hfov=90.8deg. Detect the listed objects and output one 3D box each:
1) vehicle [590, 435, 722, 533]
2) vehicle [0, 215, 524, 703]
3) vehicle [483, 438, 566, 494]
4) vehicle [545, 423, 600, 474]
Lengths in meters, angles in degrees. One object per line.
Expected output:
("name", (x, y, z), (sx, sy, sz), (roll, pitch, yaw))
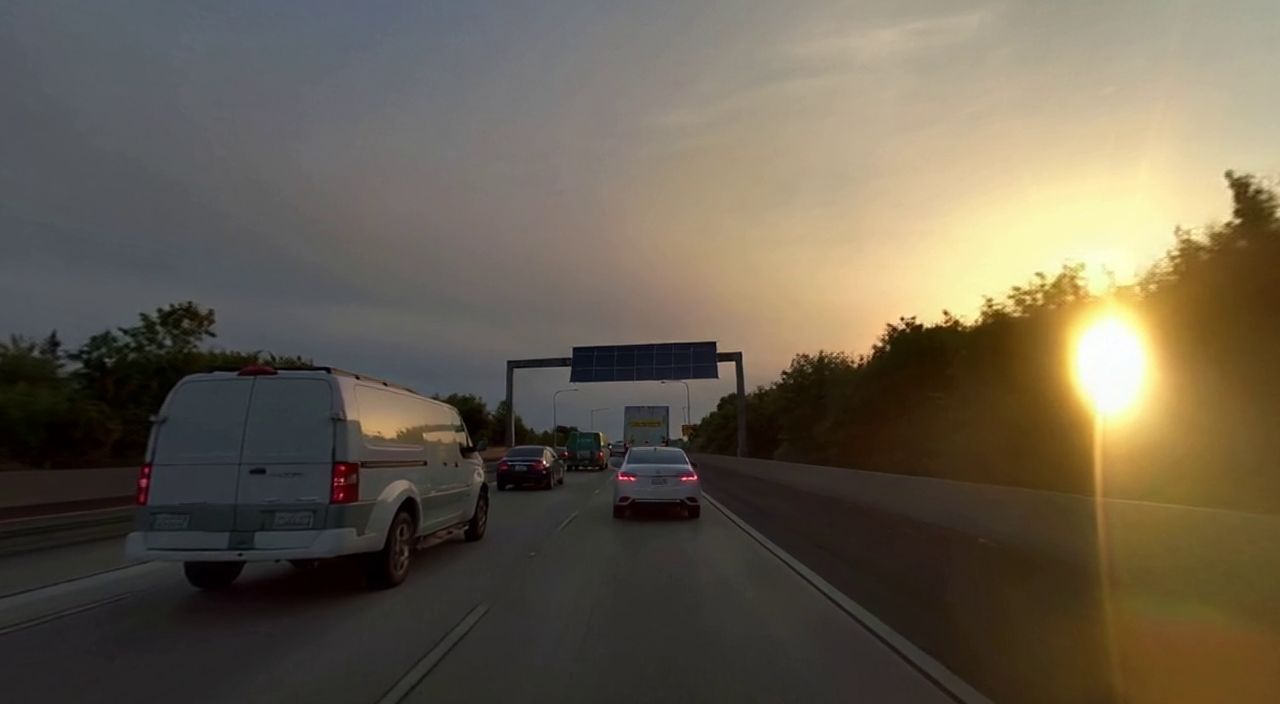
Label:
("vehicle", (0.229, 2.343, 11.684), (2.063, 1.507, 3.488), (0, -9, -1))
("vehicle", (-3.065, 1.054, 6.915), (2.289, 2.757, 6.726), (0, -9, 0))
("vehicle", (-3.634, 3.673, 20.586), (1.963, 1.627, 3.849), (0, -9, 0))
("vehicle", (-3.667, 5.405, 35.315), (2.290, 2.613, 5.975), (0, -9, 1))
